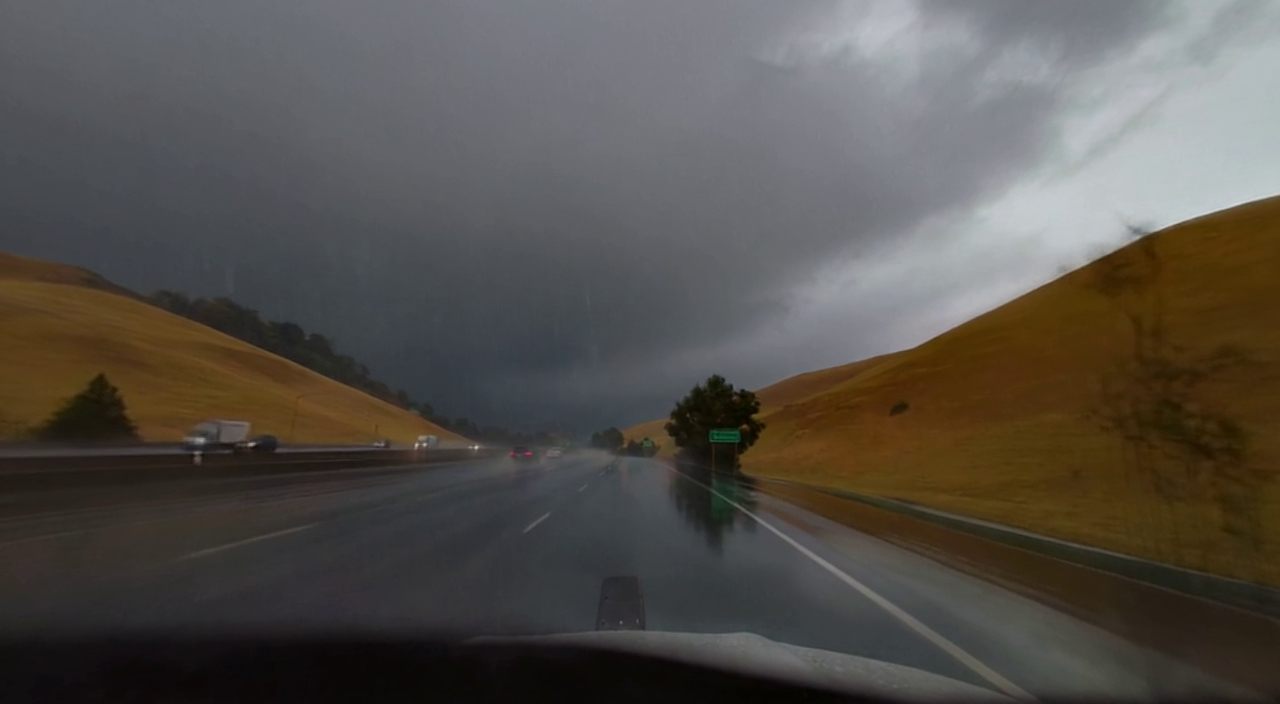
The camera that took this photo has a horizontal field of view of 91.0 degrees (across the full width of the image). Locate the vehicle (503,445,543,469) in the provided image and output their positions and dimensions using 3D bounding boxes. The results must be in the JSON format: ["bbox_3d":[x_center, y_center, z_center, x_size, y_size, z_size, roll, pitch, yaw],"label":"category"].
[{"bbox_3d":[-8.239,7.432,44.753,2.045,1.624,4.338,0,-9,-1],"label":"vehicle"}]
